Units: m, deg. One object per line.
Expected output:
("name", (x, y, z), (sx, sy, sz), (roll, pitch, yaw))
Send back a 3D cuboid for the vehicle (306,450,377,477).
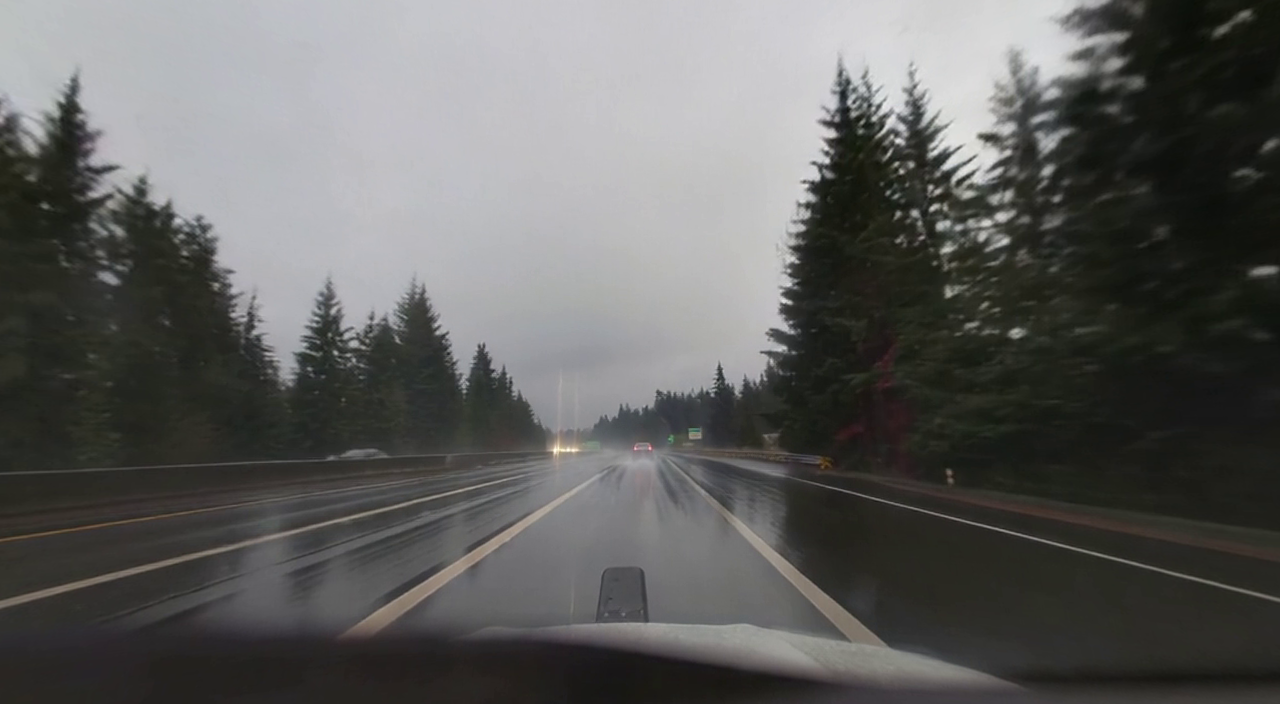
("vehicle", (-17.333, 6.484, 36.905), (1.797, 1.455, 4.751), (0, -8, 1))
